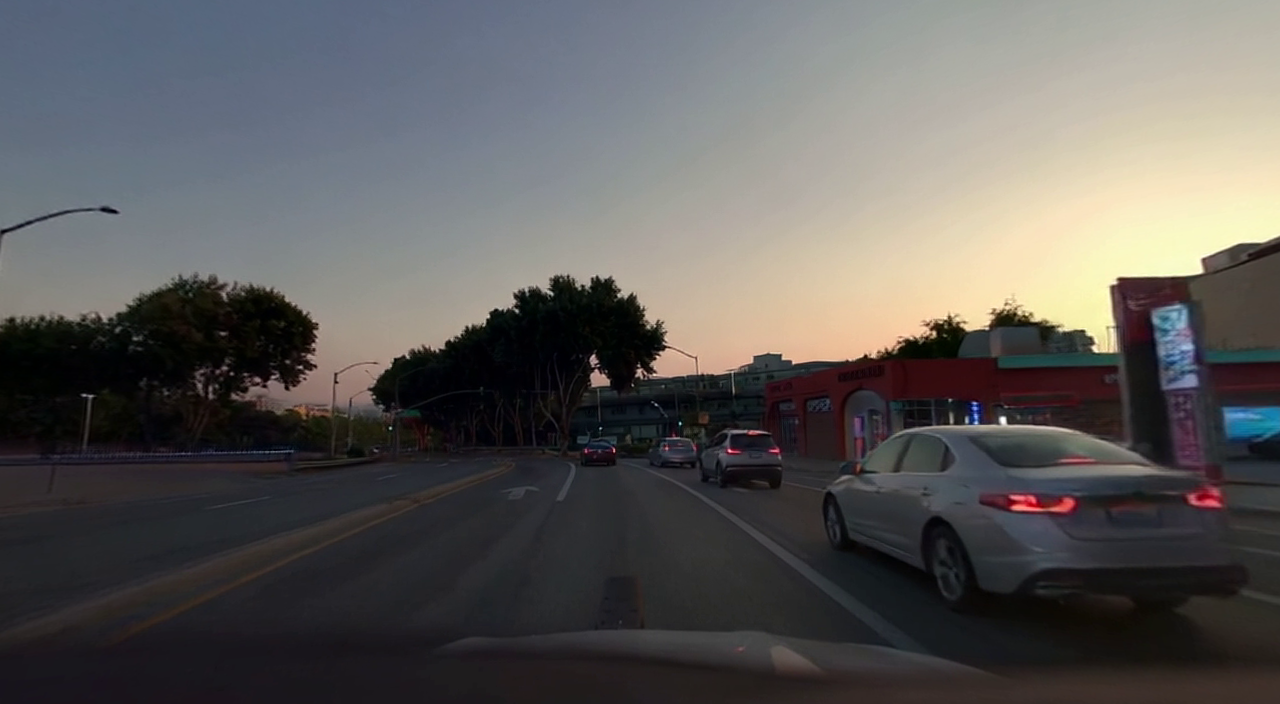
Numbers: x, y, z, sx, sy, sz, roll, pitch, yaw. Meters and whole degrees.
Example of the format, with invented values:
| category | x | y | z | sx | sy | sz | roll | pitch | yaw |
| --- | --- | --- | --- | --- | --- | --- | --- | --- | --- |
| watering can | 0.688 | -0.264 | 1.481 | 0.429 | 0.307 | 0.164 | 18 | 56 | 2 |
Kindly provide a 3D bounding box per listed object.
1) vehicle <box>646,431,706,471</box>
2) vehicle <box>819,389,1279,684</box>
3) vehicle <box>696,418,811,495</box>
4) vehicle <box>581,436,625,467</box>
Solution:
| category | x | y | z | sx | sy | sz | roll | pitch | yaw |
| --- | --- | --- | --- | --- | --- | --- | --- | --- | --- |
| vehicle | 1.631 | 4.714 | 30.468 | 2.216 | 1.750 | 4.520 | 0 | -8 | -6 |
| vehicle | 3.209 | 1.280 | 5.554 | 1.966 | 1.596 | 3.980 | 0 | -8 | -2 |
| vehicle | 2.852 | 2.761 | 16.983 | 2.046 | 1.768 | 4.370 | 0 | -8 | -3 |
| vehicle | -1.996 | 5.202 | 33.049 | 2.068 | 1.512 | 3.987 | 1 | -9 | -6 |
